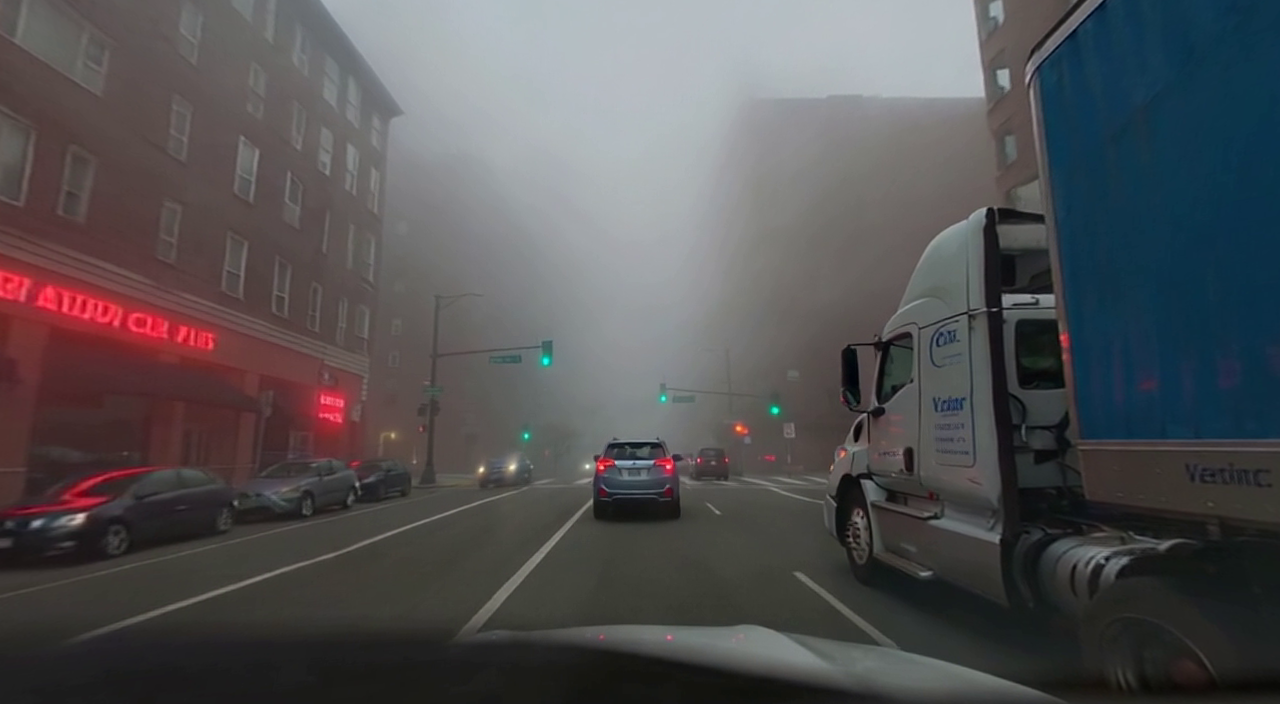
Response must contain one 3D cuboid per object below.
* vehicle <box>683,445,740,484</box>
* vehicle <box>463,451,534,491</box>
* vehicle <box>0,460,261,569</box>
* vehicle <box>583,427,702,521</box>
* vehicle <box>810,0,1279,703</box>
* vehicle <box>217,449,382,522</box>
[{"bbox_3d":[3.326,5.349,30.316,2.159,1.696,4.316,0,-8,-1],"label":"vehicle"},{"bbox_3d":[-5.937,5.017,27.033,1.947,1.462,4.640,0,-8,0],"label":"vehicle"},{"bbox_3d":[-8.800,2.648,11.034,1.805,1.379,4.359,0,-8,-2],"label":"vehicle"},{"bbox_3d":[0.102,2.710,14.593,2.283,1.783,4.548,-1,-8,1],"label":"vehicle"},{"bbox_3d":[3.289,-0.178,1.630,2.913,3.771,9.716,0,-8,0],"label":"vehicle"},{"bbox_3d":[-8.940,3.488,17.146,2.084,1.686,4.422,0,-8,-1],"label":"vehicle"}]
